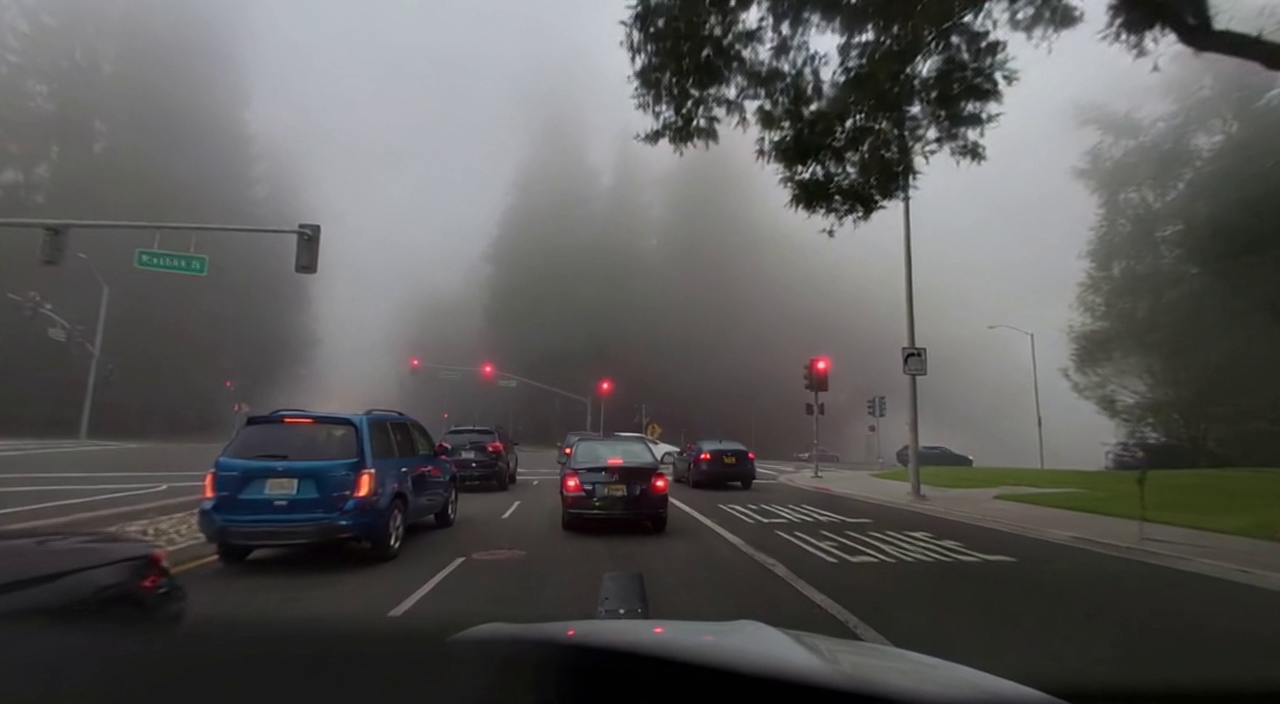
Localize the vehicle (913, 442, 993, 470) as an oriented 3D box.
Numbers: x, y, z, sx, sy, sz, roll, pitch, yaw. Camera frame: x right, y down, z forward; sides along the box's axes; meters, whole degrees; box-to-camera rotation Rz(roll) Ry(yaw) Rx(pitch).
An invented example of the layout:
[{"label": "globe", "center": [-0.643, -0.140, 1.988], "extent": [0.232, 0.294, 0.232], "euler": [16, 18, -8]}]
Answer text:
[{"label": "vehicle", "center": [21.193, 7.055, 42.877], "extent": [4.394, 1.802, 1.924], "euler": [1, -9, -6]}]

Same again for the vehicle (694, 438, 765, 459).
[{"label": "vehicle", "center": [6.764, 7.321, 48.014], "extent": [4.971, 1.482, 1.900], "euler": [2, -9, -15]}]

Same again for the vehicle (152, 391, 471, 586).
[{"label": "vehicle", "center": [-3.557, 1.550, 7.985], "extent": [1.924, 1.737, 4.387], "euler": [0, -9, -4]}]

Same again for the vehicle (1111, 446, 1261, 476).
[{"label": "vehicle", "center": [38.016, 7.577, 44.170], "extent": [7.585, 1.987, 3.158], "euler": [0, -8, -1]}]

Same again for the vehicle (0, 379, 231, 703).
[{"label": "vehicle", "center": [-3.098, 0.676, 0.868], "extent": [2.105, 1.510, 4.643], "euler": [0, -8, -3]}]

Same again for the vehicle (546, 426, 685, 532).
[{"label": "vehicle", "center": [-0.562, 2.155, 11.362], "extent": [2.001, 1.483, 4.442], "euler": [1, -9, -6]}]
